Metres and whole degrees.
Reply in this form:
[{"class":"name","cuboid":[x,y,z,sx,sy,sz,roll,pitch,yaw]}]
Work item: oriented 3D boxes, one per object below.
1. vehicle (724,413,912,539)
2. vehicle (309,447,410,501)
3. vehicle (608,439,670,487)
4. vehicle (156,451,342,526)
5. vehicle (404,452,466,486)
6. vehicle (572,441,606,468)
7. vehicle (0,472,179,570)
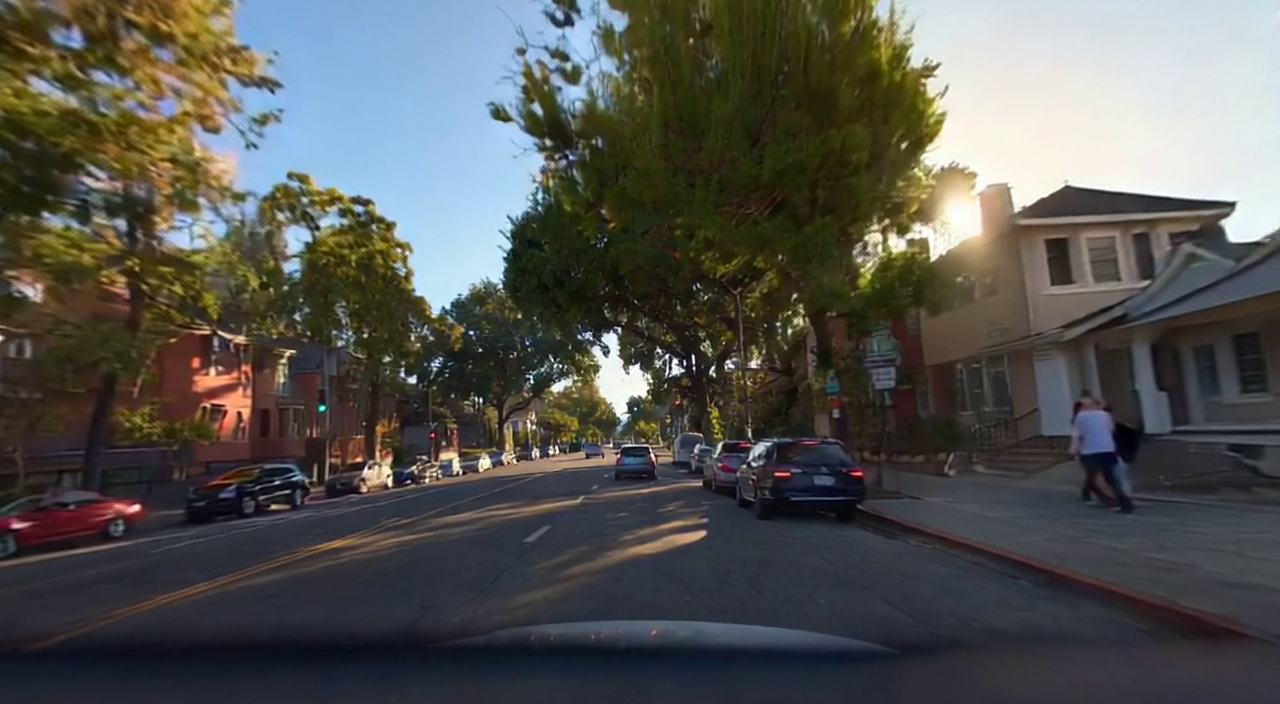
[{"class":"vehicle","cuboid":[2.745,2.042,10.939,1.969,1.725,4.387,0,-8,0]},{"class":"vehicle","cuboid":[-12.192,5.278,27.819,2.210,2.148,4.849,0,-8,0]},{"class":"vehicle","cuboid":[-0.040,3.886,22.384,1.998,1.518,4.015,0,-8,0]},{"class":"vehicle","cuboid":[-12.062,4.178,20.149,2.109,1.941,6.025,0,-8,0]},{"class":"vehicle","cuboid":[-12.120,6.931,37.516,2.026,1.791,4.909,0,-8,0]},{"class":"vehicle","cuboid":[-3.532,7.155,44.115,1.983,1.841,4.013,0,-8,0]},{"class":"vehicle","cuboid":[-11.903,3.265,12.652,1.913,1.475,4.372,0,-8,0]}]
